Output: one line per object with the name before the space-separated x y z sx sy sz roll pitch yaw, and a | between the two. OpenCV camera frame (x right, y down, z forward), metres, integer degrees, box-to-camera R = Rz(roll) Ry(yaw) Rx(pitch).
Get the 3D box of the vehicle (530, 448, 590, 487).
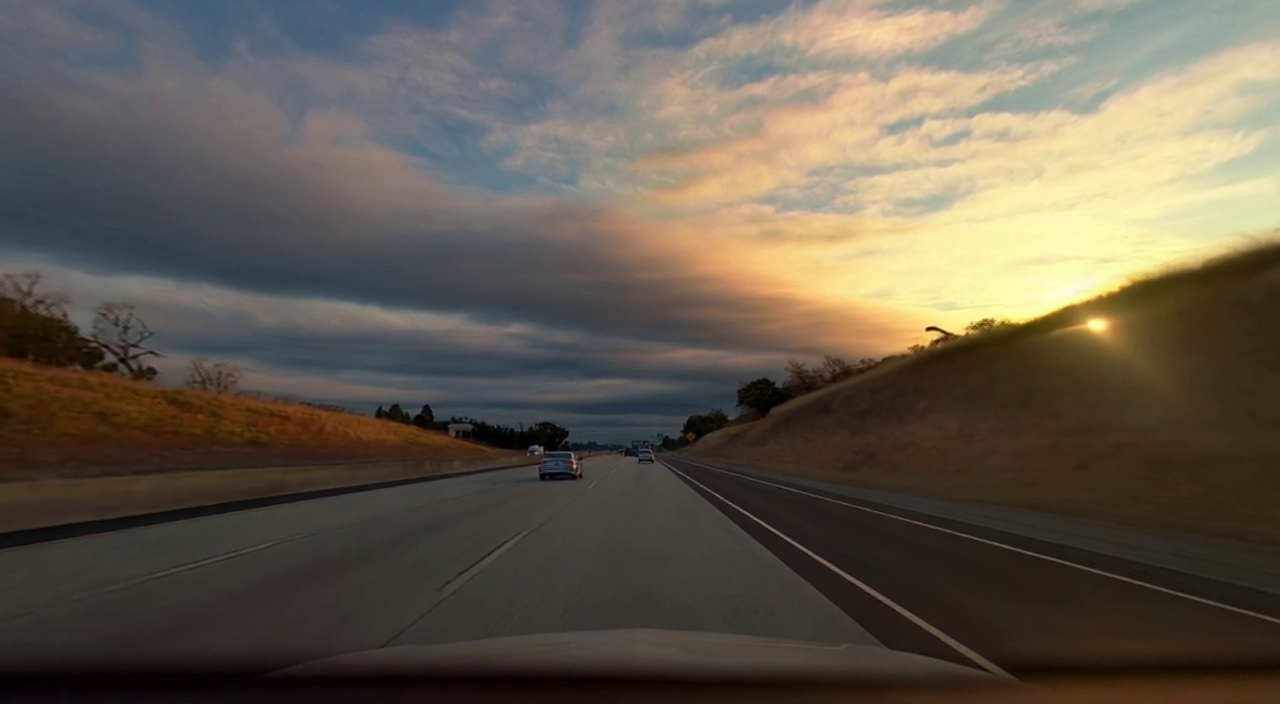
vehicle | -3.258 4.781 26.504 1.978 1.498 4.080 0 -9 0
